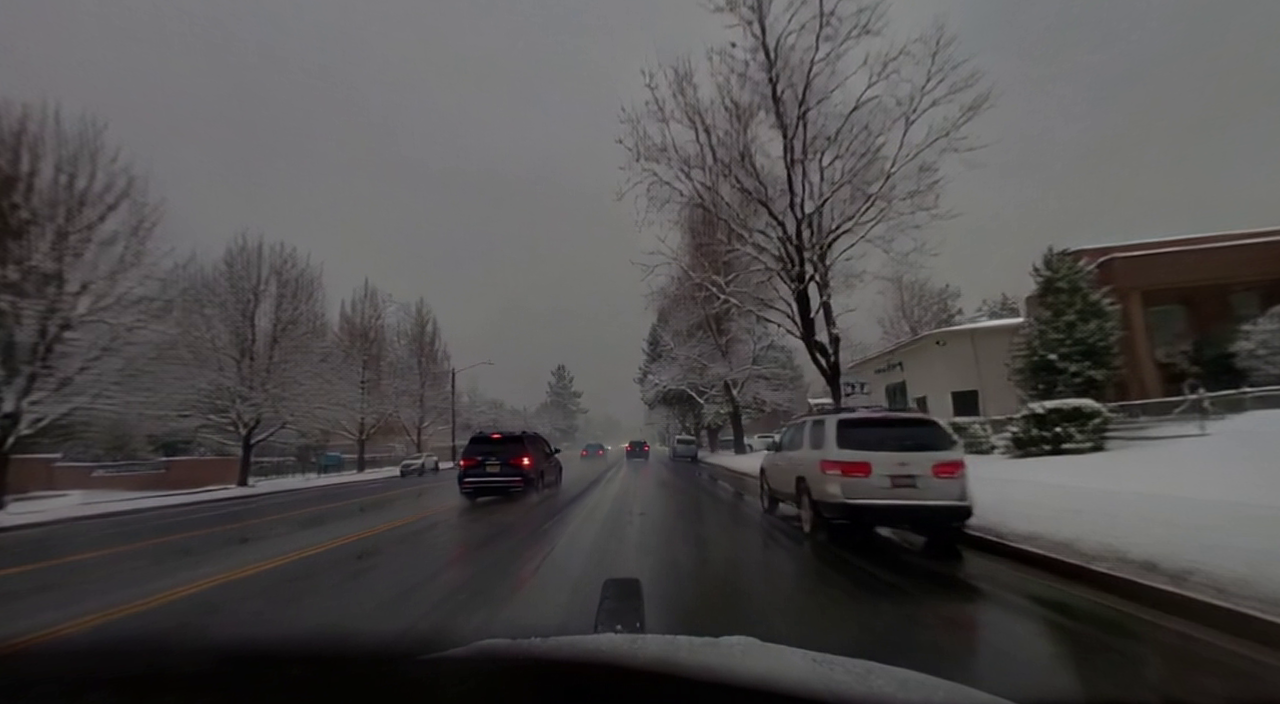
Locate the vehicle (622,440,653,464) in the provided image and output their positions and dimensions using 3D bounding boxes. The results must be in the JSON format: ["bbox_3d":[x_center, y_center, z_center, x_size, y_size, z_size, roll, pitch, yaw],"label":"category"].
[{"bbox_3d":[-0.203,7.859,49.900,2.376,1.801,4.317,0,-9,-1],"label":"vehicle"}]

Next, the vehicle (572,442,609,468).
[{"bbox_3d":[-3.237,6.901,42.386,2.167,1.634,4.220,0,-9,0],"label":"vehicle"}]

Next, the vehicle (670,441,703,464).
[{"bbox_3d":[3.537,7.810,49.188,2.150,1.655,4.739,0,-9,-1],"label":"vehicle"}]

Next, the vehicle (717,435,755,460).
[{"bbox_3d":[7.354,7.393,48.854,2.112,1.776,4.555,1,-8,-2],"label":"vehicle"}]

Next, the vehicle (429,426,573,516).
[{"bbox_3d":[-3.050,2.759,15.189,2.257,1.751,5.028,-1,-9,1],"label":"vehicle"}]

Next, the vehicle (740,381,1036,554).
[{"bbox_3d":[3.389,1.770,10.229,2.653,2.058,5.096,0,-9,-1],"label":"vehicle"}]

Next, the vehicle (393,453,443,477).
[{"bbox_3d":[-16.317,8.337,46.738,1.870,1.599,5.022,0,-9,0],"label":"vehicle"}]
